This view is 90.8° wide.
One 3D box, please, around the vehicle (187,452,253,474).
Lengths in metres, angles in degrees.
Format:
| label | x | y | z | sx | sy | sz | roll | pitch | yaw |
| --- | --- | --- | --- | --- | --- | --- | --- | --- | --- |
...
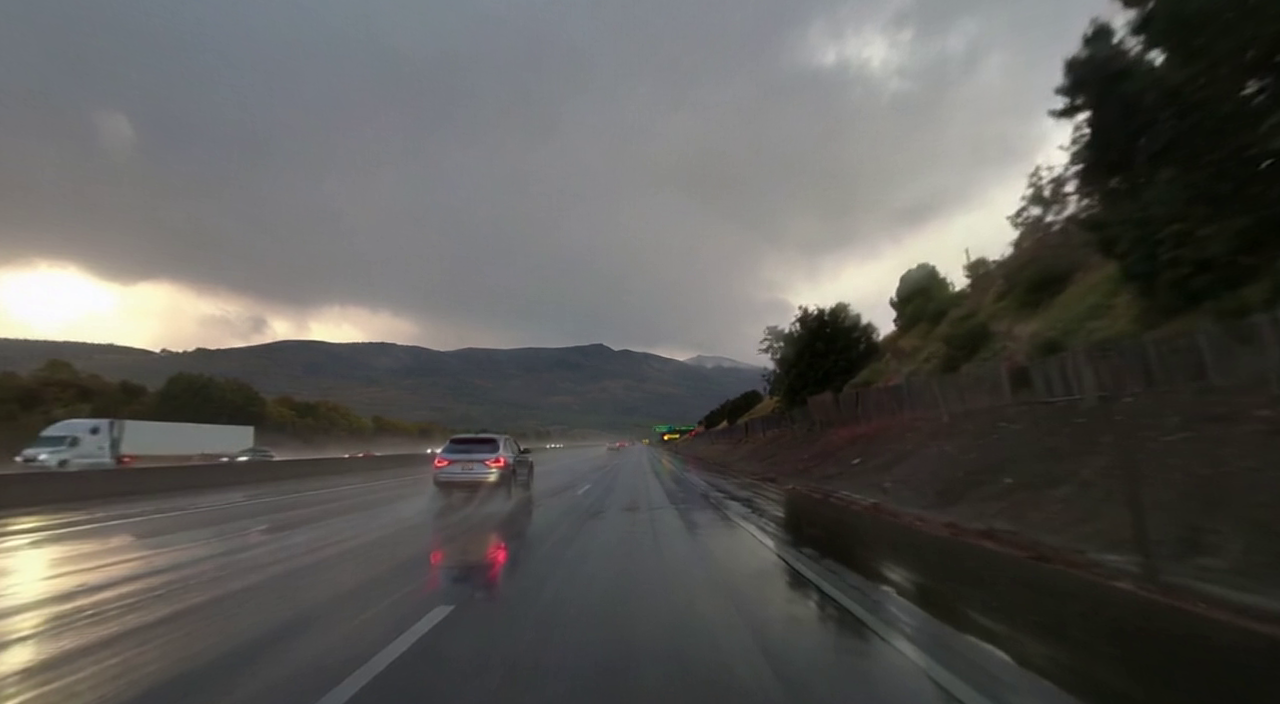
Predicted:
| label | x | y | z | sx | sy | sz | roll | pitch | yaw |
| --- | --- | --- | --- | --- | --- | --- | --- | --- | --- |
| vehicle | -32.449 | 8.550 | 48.974 | 1.840 | 1.477 | 4.765 | 0 | -8 | 0 |

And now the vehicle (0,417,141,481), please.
| label | x | y | z | sx | sy | sz | roll | pitch | yaw |
| --- | --- | --- | --- | --- | --- | --- | --- | --- | --- |
| vehicle | -39.947 | 6.772 | 44.340 | 2.914 | 4.076 | 8.315 | 0 | -8 | -1 |

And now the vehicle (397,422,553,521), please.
| label | x | y | z | sx | sy | sz | roll | pitch | yaw |
| --- | --- | --- | --- | --- | --- | --- | --- | --- | --- |
| vehicle | -3.268 | 2.477 | 13.665 | 2.029 | 1.753 | 4.718 | 0 | -8 | 1 |
